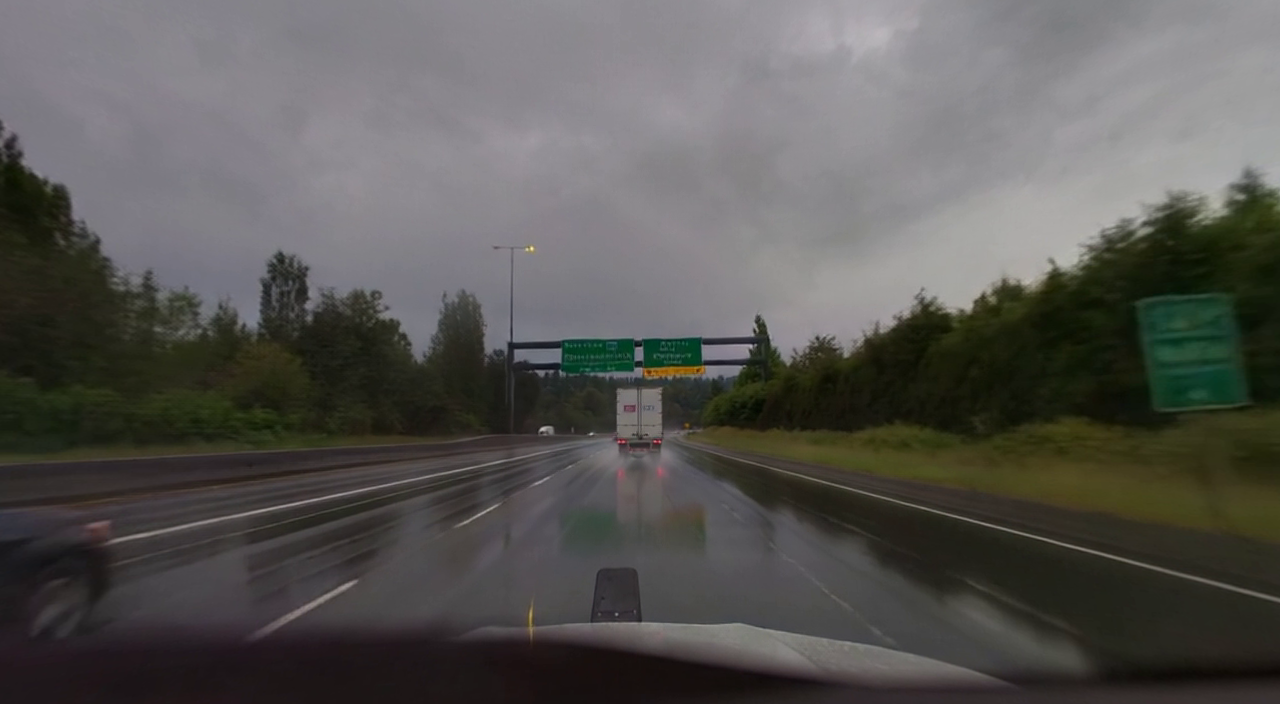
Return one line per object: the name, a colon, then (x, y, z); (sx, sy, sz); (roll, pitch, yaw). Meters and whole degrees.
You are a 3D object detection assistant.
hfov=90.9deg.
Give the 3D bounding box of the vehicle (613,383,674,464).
vehicle: (0.072, 3.923, 33.809); (2.855, 3.741, 8.587); (0, -8, -1)
